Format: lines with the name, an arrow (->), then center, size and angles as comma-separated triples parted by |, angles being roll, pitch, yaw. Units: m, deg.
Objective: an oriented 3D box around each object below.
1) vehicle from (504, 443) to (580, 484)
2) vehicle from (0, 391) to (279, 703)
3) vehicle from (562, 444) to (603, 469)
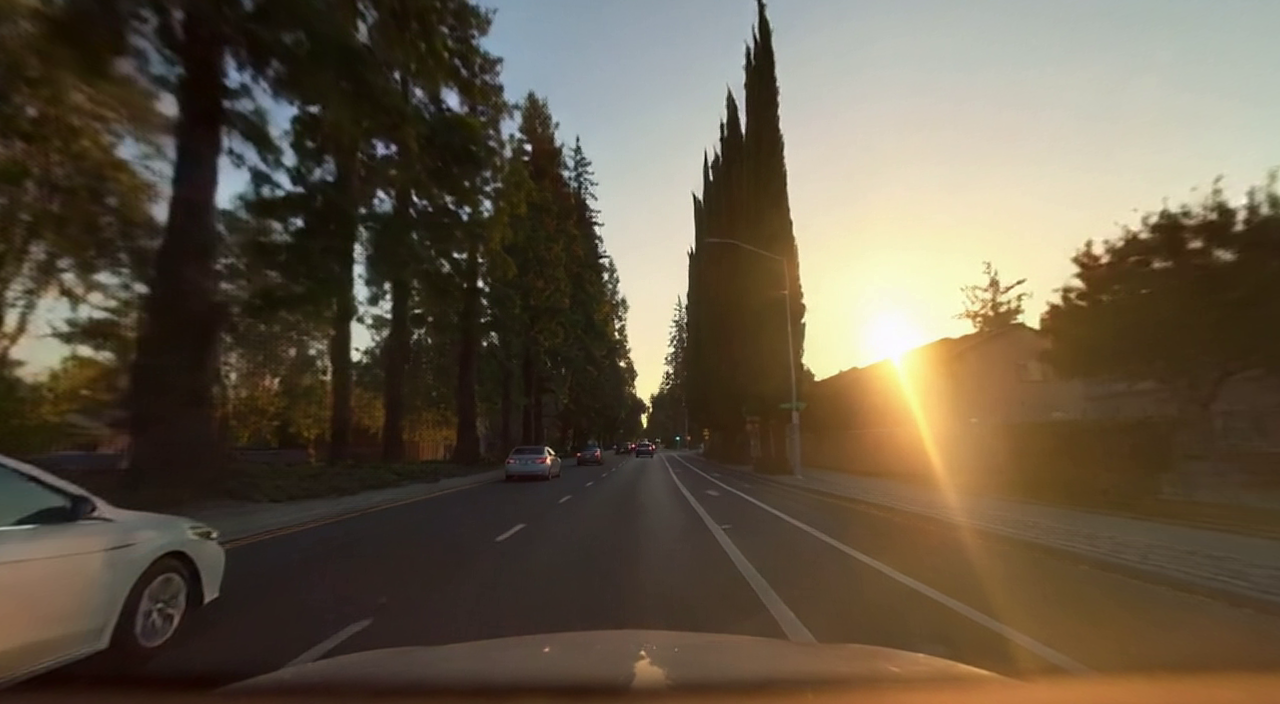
vehicle -> -3.785, 4.406, 25.295 | 2.188, 1.473, 4.651 | 0, -8, 2
vehicle -> -4.014, 0.903, 2.503 | 2.190, 1.545, 4.943 | 0, -8, 1
vehicle -> -3.593, 6.669, 40.474 | 2.110, 1.529, 4.743 | 0, -8, 1
